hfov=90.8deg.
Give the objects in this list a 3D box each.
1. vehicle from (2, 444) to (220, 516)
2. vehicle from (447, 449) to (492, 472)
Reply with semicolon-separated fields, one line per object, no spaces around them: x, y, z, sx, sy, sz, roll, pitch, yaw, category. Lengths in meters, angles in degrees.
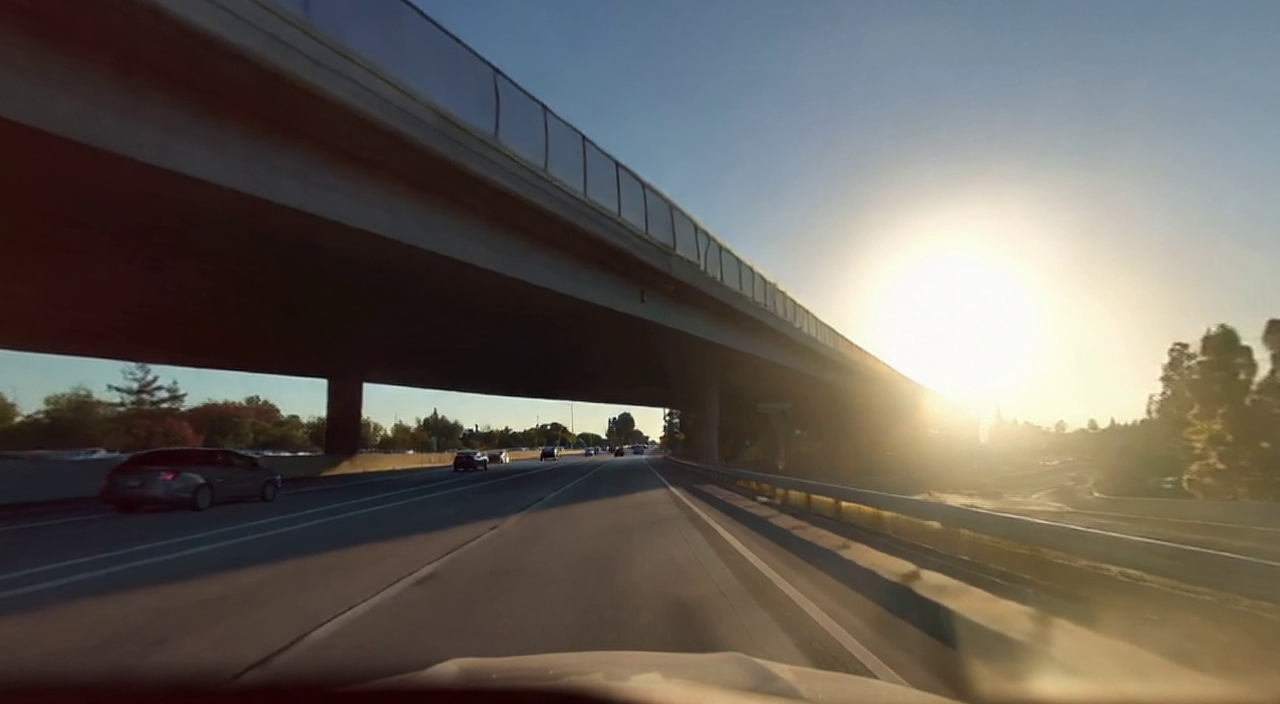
-12.952;3.109;15.955;1.829;1.520;4.505;1;-9;-5;vehicle
-12.110;7.693;45.070;2.271;1.537;4.029;0;-9;-3;vehicle
